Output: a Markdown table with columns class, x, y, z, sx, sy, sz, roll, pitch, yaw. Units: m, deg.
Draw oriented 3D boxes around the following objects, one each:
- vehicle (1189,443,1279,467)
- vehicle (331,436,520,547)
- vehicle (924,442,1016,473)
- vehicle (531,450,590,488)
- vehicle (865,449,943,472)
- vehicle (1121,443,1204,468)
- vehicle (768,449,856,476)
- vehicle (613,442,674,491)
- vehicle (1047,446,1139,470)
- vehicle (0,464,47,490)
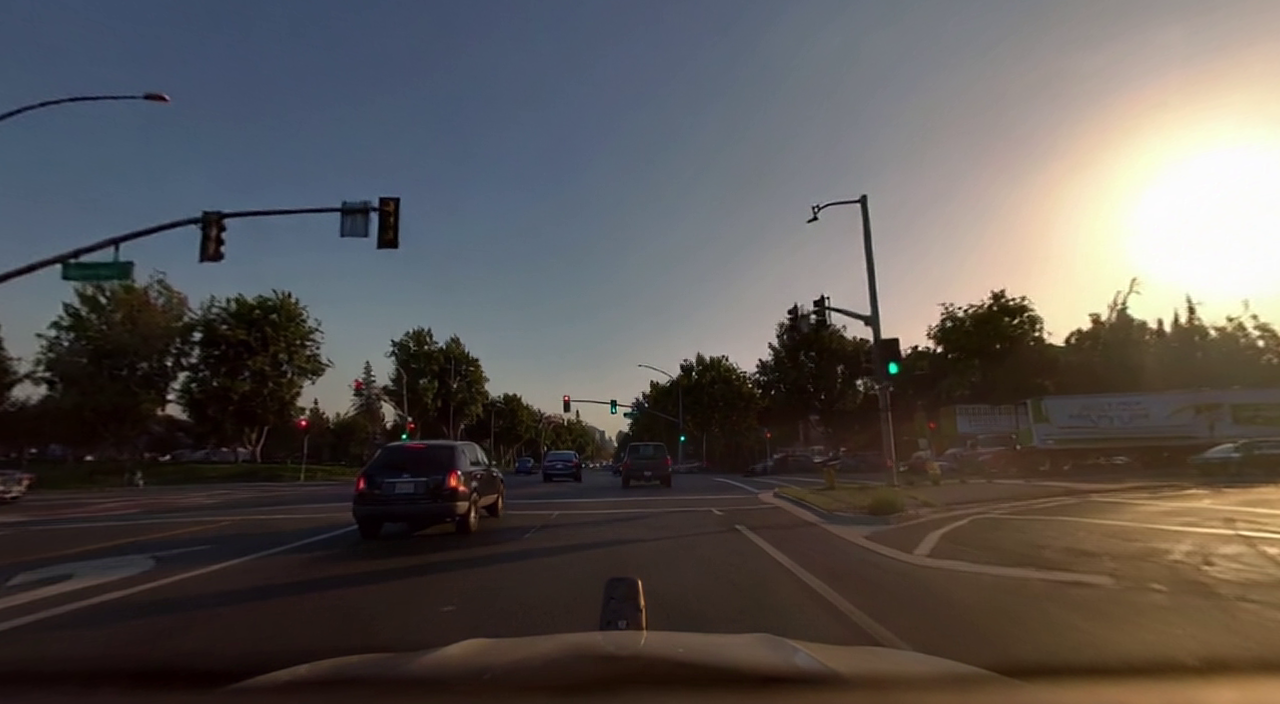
| class | x | y | z | sx | sy | sz | roll | pitch | yaw |
| --- | --- | --- | --- | --- | --- | --- | --- | --- | --- |
| vehicle | 37.991 | 6.515 | 40.063 | 4.525 | 1.468 | 1.839 | 0 | -8 | -5 |
| vehicle | -3.346 | 2.198 | 10.642 | 1.960 | 1.528 | 3.490 | 0 | -8 | 0 |
| vehicle | 20.919 | 6.684 | 40.088 | 4.585 | 1.681 | 2.140 | -3 | -9 | 0 |
| vehicle | -3.420 | 5.126 | 27.964 | 2.013 | 1.474 | 4.393 | 0 | -8 | 1 |
| vehicle | 18.323 | 7.567 | 43.870 | 4.478 | 1.495 | 2.063 | 0 | -8 | -1 |
| vehicle | 39.661 | 7.851 | 47.865 | 4.580 | 1.807 | 1.967 | 0 | -8 | -3 |
| vehicle | 10.838 | 7.010 | 39.886 | 4.875 | 1.473 | 2.077 | -2 | -11 | -2 |
| vehicle | 0.151 | 4.319 | 24.246 | 2.163 | 1.678 | 3.846 | 0 | -8 | 1 |
| vehicle | 28.849 | 6.769 | 40.257 | 4.365 | 1.448 | 1.928 | 0 | -8 | 0 |
| vehicle | -49.698 | 9.747 | 49.310 | 4.587 | 1.833 | 2.154 | -1 | -8 | 6 |
